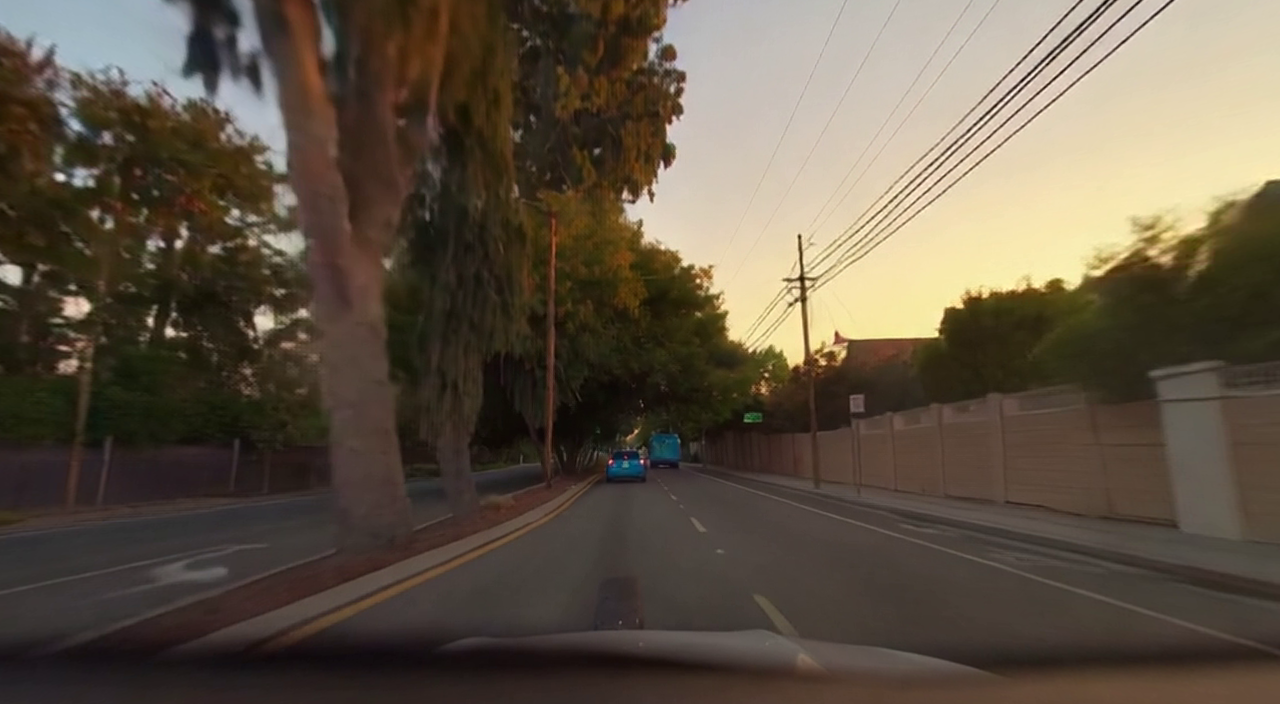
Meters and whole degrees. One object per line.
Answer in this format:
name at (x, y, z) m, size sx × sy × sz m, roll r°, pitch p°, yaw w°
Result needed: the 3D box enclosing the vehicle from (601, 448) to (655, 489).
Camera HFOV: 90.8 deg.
vehicle at (-0.465, 4.736, 26.009) m, size 2.018 × 1.511 × 3.993 m, roll 0°, pitch -9°, yaw 0°
